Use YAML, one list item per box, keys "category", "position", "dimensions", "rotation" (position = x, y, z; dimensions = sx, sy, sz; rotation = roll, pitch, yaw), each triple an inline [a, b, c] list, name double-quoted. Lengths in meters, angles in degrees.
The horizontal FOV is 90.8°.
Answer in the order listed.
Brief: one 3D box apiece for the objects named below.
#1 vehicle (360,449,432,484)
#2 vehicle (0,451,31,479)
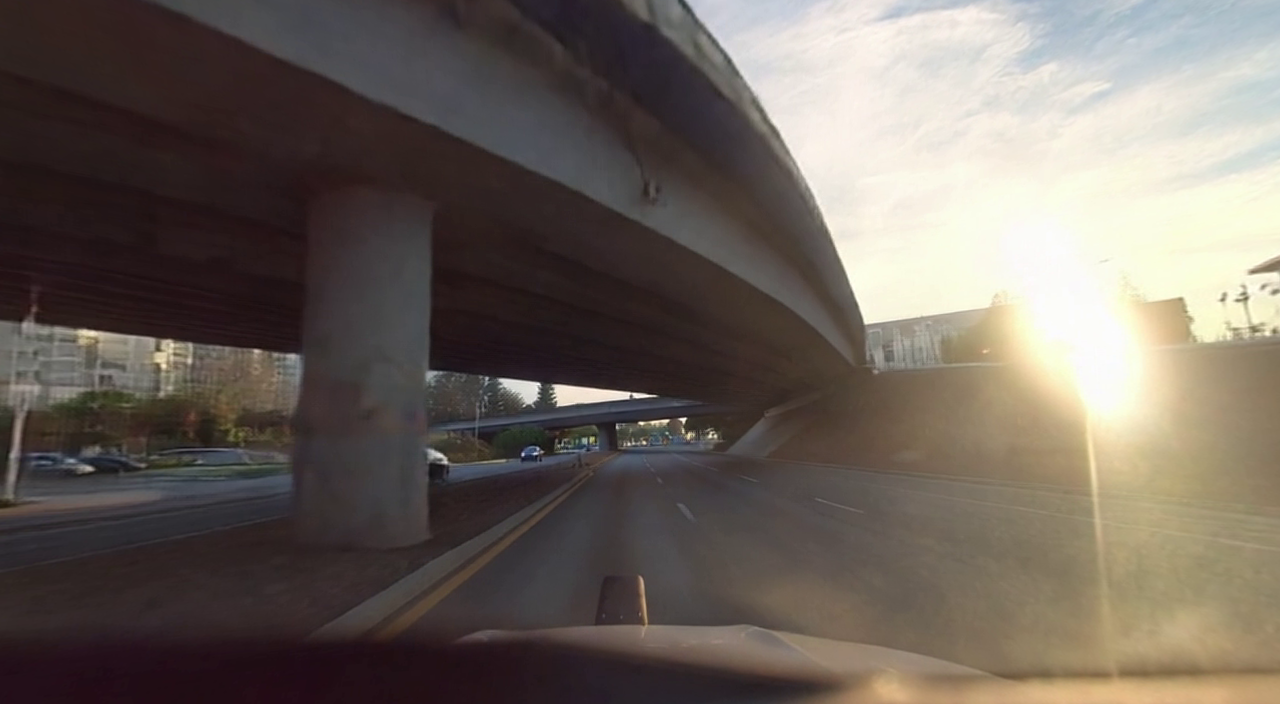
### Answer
- category: "vehicle"
  position: [-12.229, 5.746, 32.000]
  dimensions: [1.932, 1.615, 4.235]
  rotation: [0, -9, 0]
- category: "vehicle"
  position: [-49.939, 8.843, 49.541]
  dimensions: [4.715, 2.043, 2.247]
  rotation: [-7, -11, 38]
